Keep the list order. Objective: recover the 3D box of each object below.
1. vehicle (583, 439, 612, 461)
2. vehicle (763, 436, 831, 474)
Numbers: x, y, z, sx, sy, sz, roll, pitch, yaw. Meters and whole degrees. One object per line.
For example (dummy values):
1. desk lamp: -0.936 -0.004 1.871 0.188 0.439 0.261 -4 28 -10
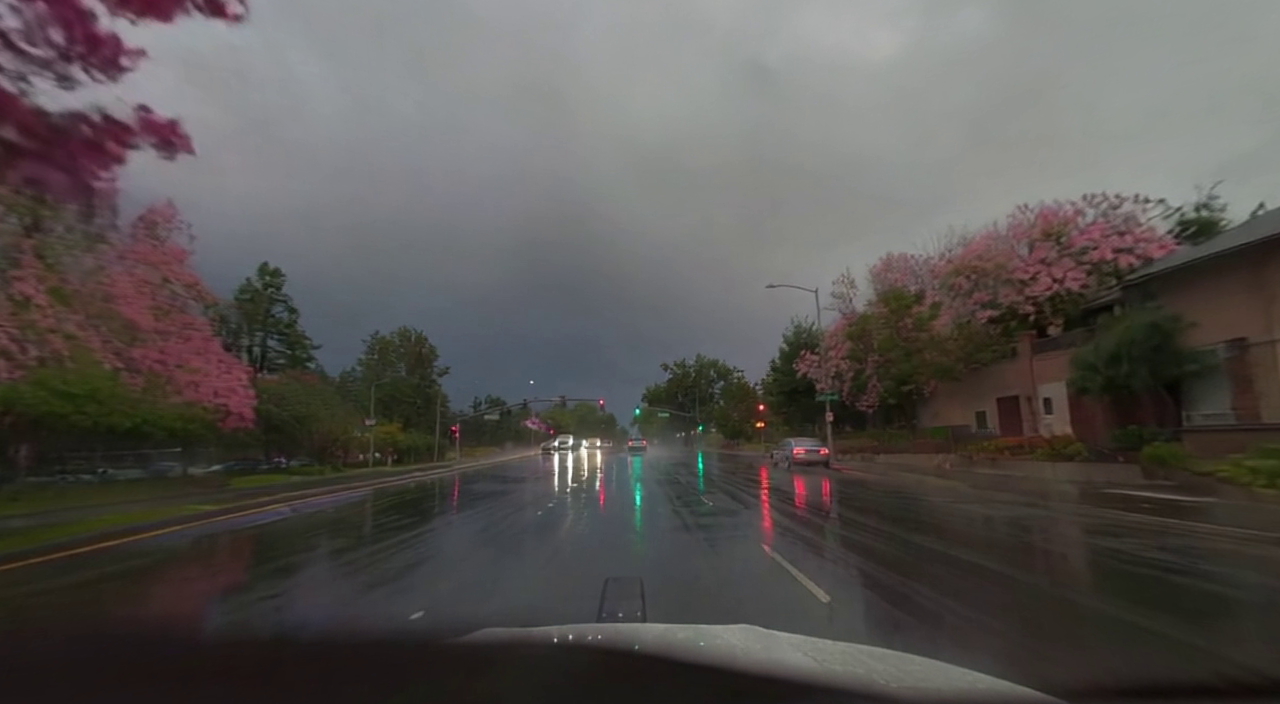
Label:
1. vehicle: -3.197 7.510 48.525 1.993 1.637 4.068 0 -8 0
2. vehicle: 7.125 4.713 29.137 1.933 1.580 4.162 0 -8 -1
